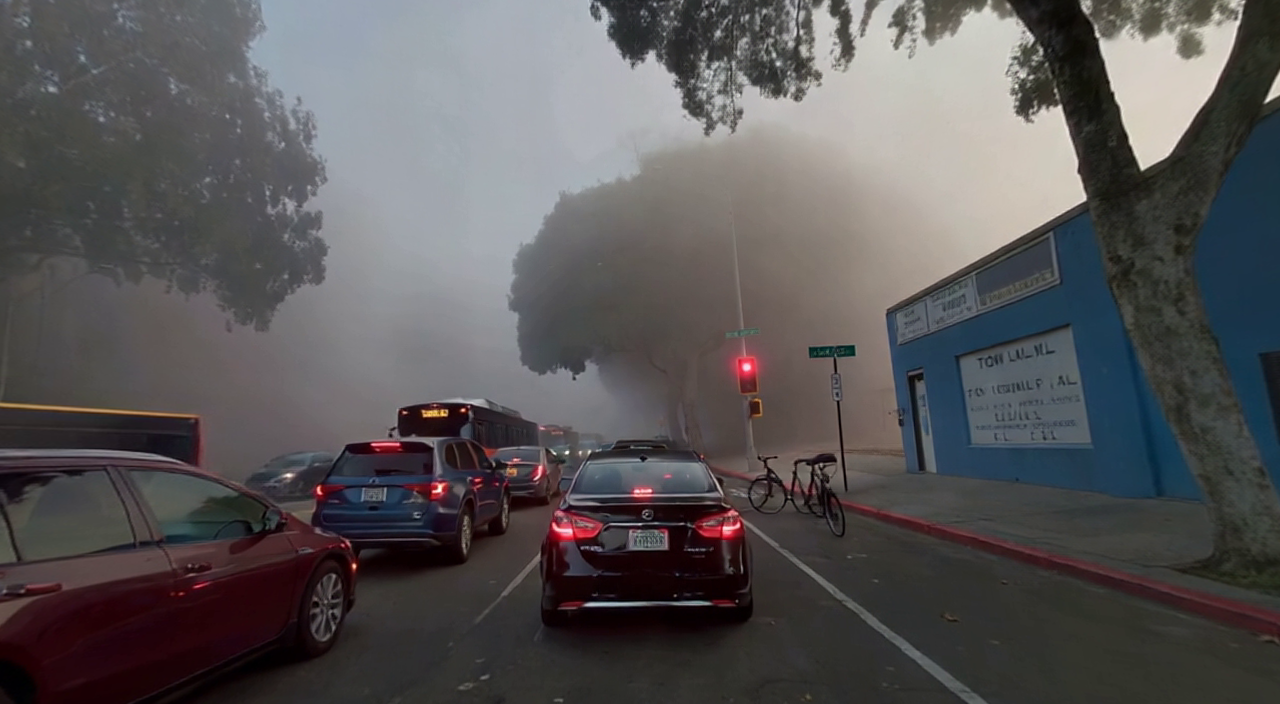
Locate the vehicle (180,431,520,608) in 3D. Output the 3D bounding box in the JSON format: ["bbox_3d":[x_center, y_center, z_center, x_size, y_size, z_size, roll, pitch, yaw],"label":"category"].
[{"bbox_3d":[-2.905,1.754,7.633,1.944,1.481,4.385,0,-8,1],"label":"vehicle"}]

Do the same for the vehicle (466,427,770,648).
[{"bbox_3d":[-0.134,1.525,6.170,2.031,1.461,3.763,0,-8,0],"label":"vehicle"}]

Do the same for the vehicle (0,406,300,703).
[{"bbox_3d":[-3.167,0.869,1.726,1.867,1.486,4.452,0,-8,2],"label":"vehicle"}]
